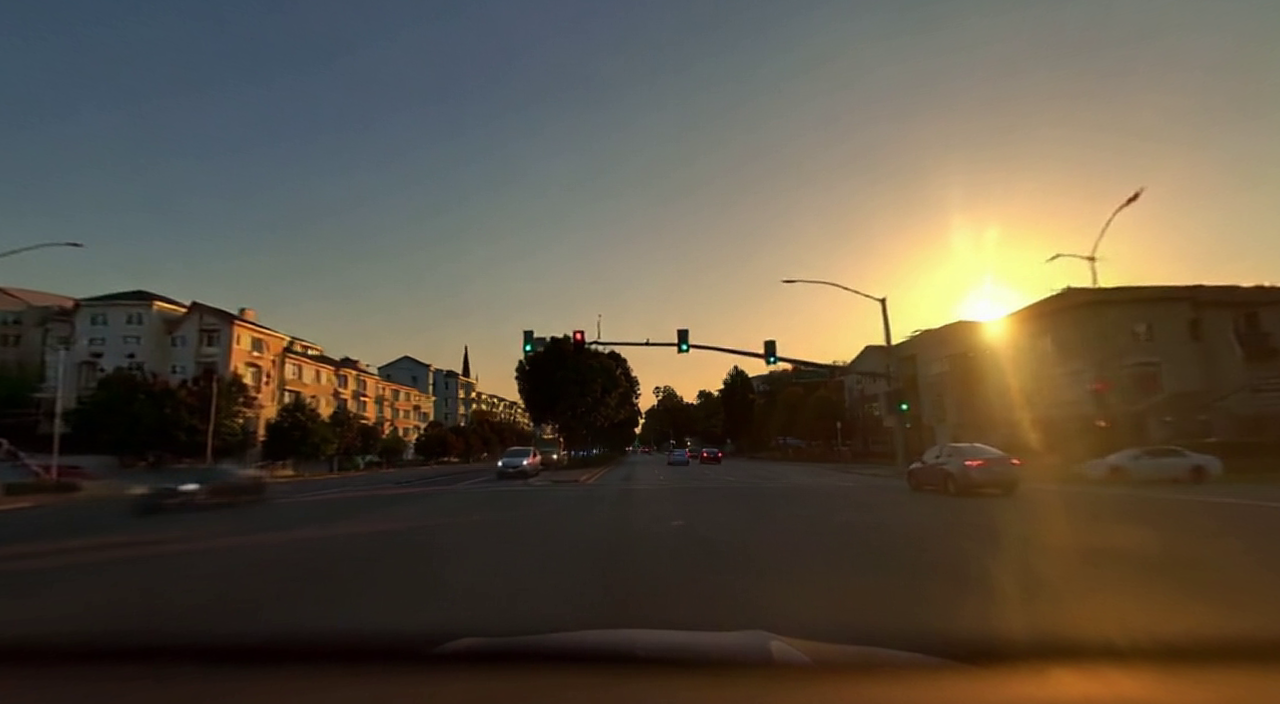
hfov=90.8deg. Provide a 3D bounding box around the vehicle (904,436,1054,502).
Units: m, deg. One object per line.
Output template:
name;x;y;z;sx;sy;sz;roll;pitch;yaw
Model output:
vehicle;9.443;3.289;18.094;1.798;1.621;4.304;0;-9;-2

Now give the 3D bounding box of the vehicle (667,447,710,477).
vehicle;2.650;6.143;35.411;1.917;1.538;4.259;0;-9;-2

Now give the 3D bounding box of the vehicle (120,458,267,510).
vehicle;-16.083;4.736;23.160;2.000;1.602;4.626;0;-9;0

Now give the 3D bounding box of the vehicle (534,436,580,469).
vehicle;-5.856;7.191;45.389;2.425;2.167;5.888;-1;-9;1

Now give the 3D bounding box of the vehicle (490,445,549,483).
vehicle;-5.772;5.388;30.722;1.986;1.502;4.224;-5;-8;0

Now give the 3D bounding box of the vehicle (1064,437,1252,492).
vehicle;18.965;4.160;23.443;4.805;1.619;1.994;-7;-9;19
